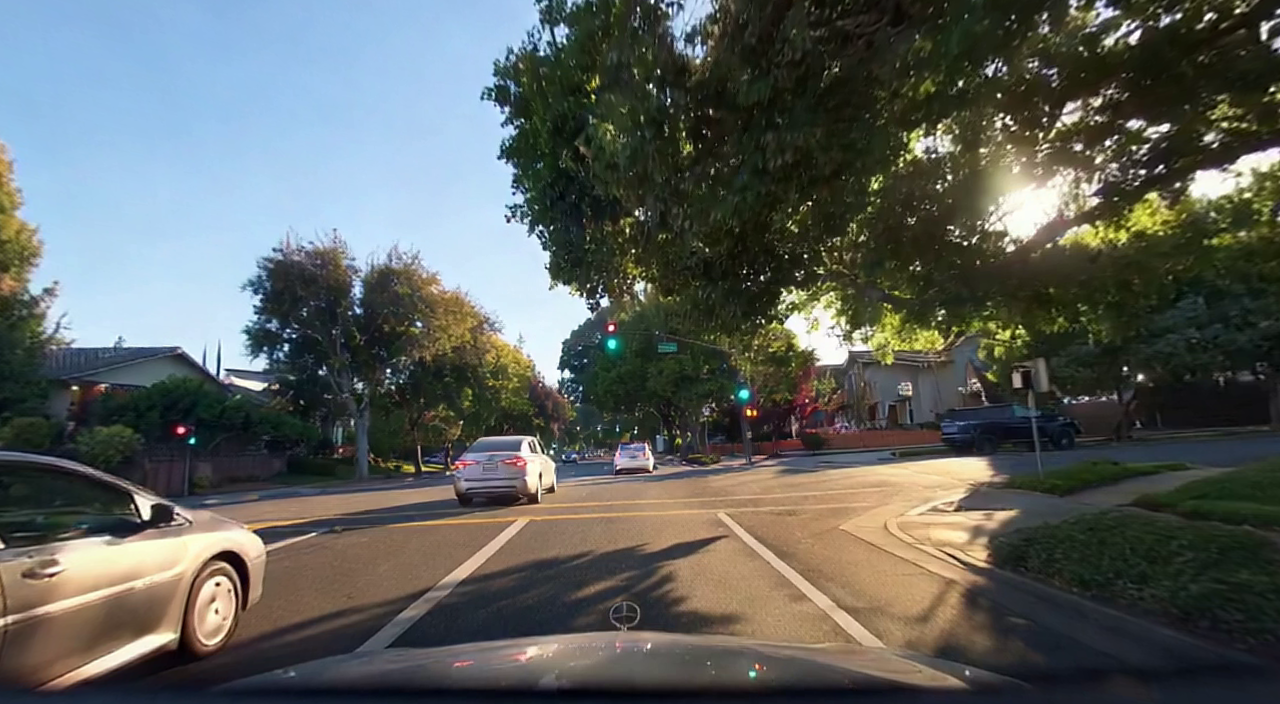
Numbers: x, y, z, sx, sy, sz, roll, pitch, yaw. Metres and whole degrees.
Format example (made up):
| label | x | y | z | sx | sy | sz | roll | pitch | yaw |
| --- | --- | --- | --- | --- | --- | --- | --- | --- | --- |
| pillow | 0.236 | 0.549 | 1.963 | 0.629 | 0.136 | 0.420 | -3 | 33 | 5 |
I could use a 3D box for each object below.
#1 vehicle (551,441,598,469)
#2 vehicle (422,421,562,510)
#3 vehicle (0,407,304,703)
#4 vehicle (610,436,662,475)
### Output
| label | x | y | z | sx | sy | sz | roll | pitch | yaw |
| --- | --- | --- | --- | --- | --- | --- | --- | --- | --- |
| vehicle | -3.716 | 5.975 | 36.793 | 2.268 | 1.522 | 4.350 | 0 | -8 | 0 |
| vehicle | -3.265 | 2.622 | 15.033 | 2.157 | 1.771 | 4.452 | 0 | -8 | 1 |
| vehicle | -3.512 | 0.938 | 2.319 | 1.934 | 1.475 | 4.741 | 0 | -8 | 0 |
| vehicle | -0.210 | 4.338 | 26.786 | 2.062 | 1.518 | 3.901 | 0 | -8 | -1 |
